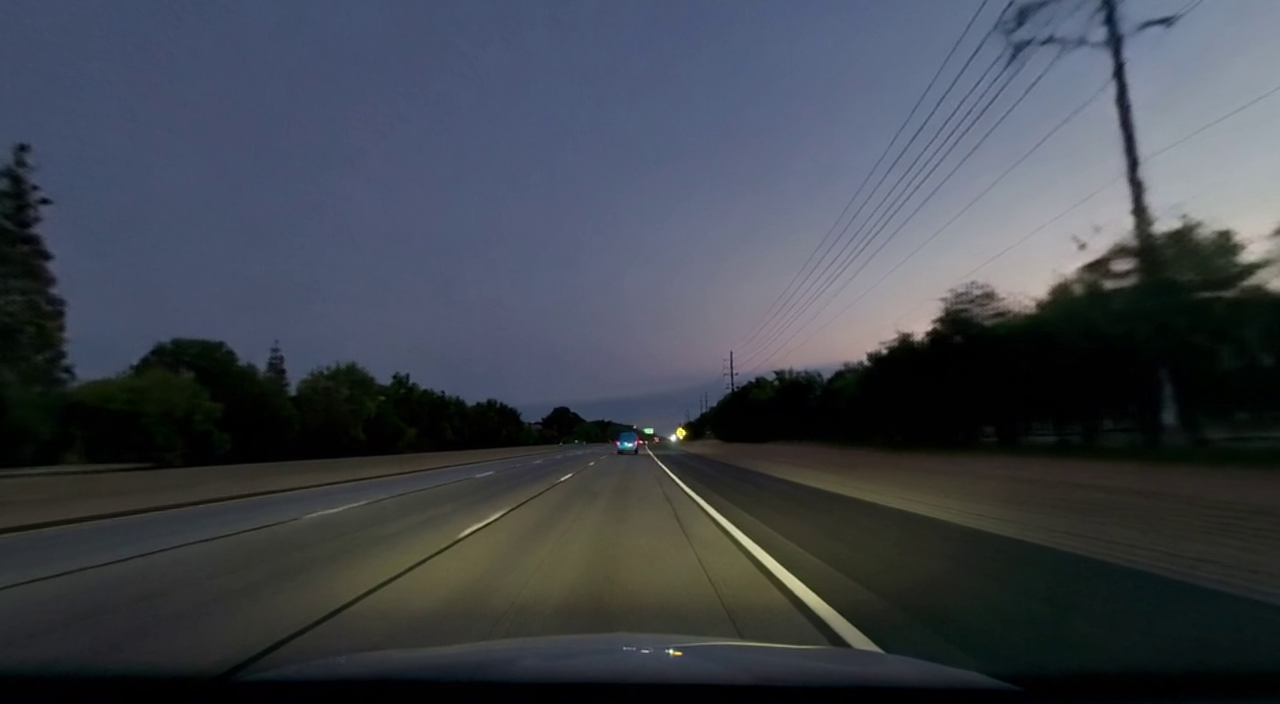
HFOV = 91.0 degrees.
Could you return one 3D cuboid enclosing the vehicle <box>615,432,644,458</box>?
[{"bbox_3d":[-0.747,6.951,47.277,2.041,1.856,4.353,0,-8,0],"label":"vehicle"}]
